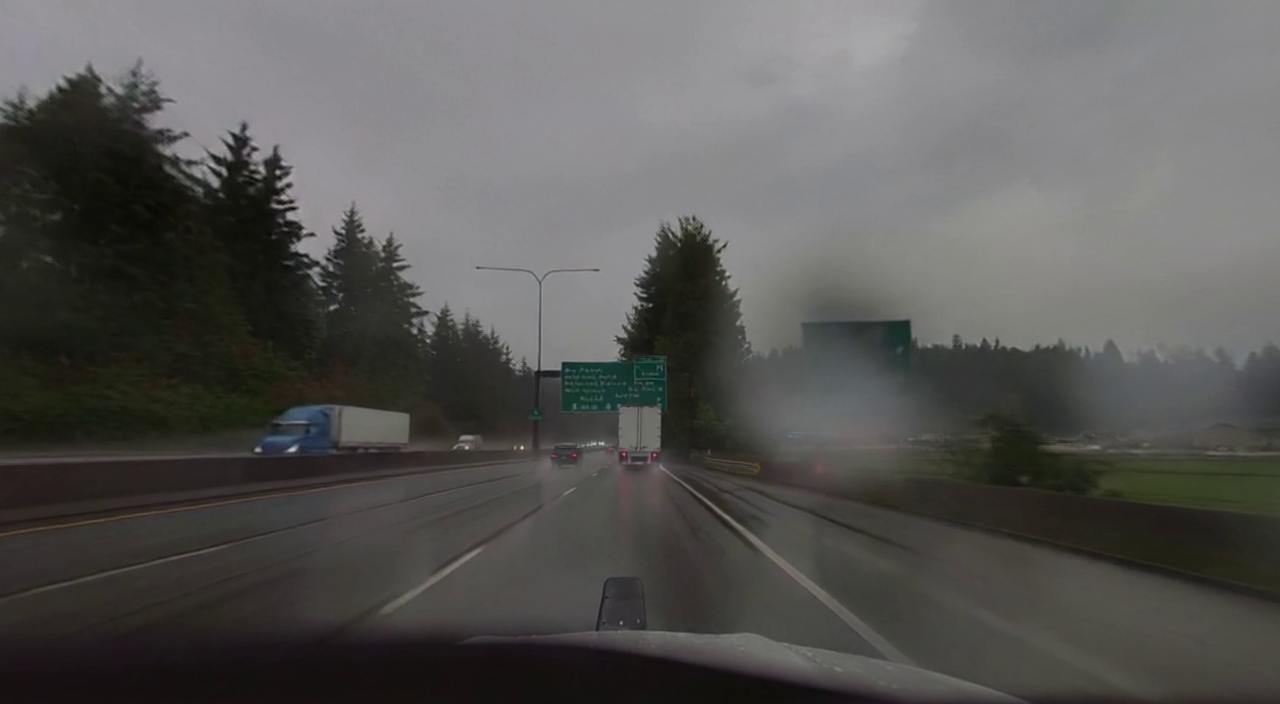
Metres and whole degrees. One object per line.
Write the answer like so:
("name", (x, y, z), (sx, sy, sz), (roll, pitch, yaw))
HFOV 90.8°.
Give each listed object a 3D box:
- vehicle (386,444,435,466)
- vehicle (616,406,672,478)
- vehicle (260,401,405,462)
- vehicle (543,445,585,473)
("vehicle", (-16.169, 7.290, 44.678), (1.840, 1.474, 4.451), (0, -9, 0))
("vehicle", (0.118, 5.769, 39.726), (2.976, 3.800, 12.335), (0, -9, -1))
("vehicle", (-23.292, 6.560, 49.908), (3.069, 3.979, 17.930), (0, -9, -2))
("vehicle", (-4.432, 6.322, 37.481), (1.964, 1.556, 4.071), (0, -9, 0))
